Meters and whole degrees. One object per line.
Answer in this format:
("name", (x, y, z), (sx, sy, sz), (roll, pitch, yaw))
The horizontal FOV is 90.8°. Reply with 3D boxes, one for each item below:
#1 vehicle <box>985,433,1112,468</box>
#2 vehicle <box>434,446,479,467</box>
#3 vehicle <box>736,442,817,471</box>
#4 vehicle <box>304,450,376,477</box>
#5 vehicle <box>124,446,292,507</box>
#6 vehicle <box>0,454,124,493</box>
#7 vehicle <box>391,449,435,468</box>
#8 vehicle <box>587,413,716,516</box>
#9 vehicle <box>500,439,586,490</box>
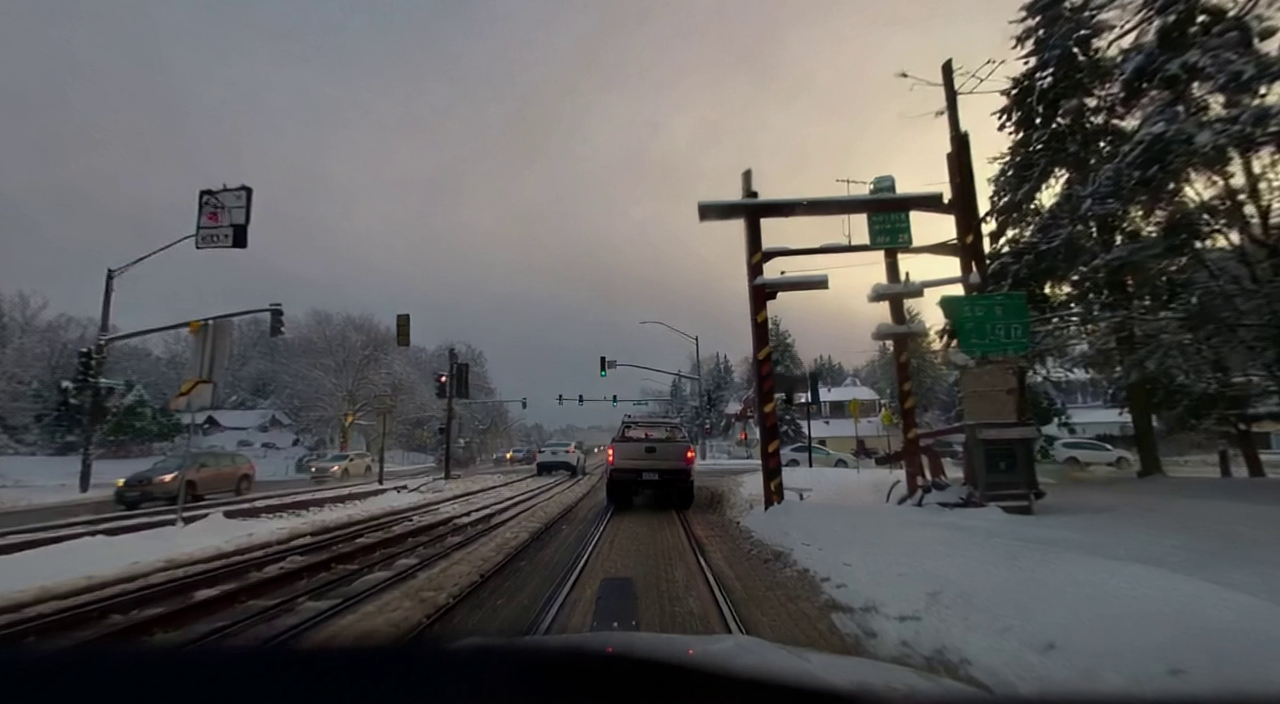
("vehicle", (23.748, 5.742, 36.837), (5.980, 1.933, 2.401), (1, -9, -8))
("vehicle", (-13.497, 7.708, 46.787), (2.027, 1.482, 4.711), (0, -9, -1))
("vehicle", (7.722, 5.850, 35.598), (4.412, 1.494, 2.136), (7, -11, -39))
("vehicle", (-17.261, 6.394, 36.575), (1.964, 1.465, 4.638), (0, -9, -1))
("vehicle", (-12.853, 3.696, 19.276), (1.945, 1.590, 4.651), (0, -9, -2))
("vehicle", (-32.823, 6.748, 35.252), (6.105, 1.989, 2.432), (-1, -8, 5))
("vehicle", (-17.498, 8.222, 48.877), (1.880, 1.377, 4.201), (0, -9, -1))
("vehicle", (0.286, 2.511, 14.546), (2.404, 1.926, 5.251), (0, -9, 2))
("vehicle", (-3.079, 3.698, 21.084), (2.004, 1.482, 4.799), (0, -9, 1))
